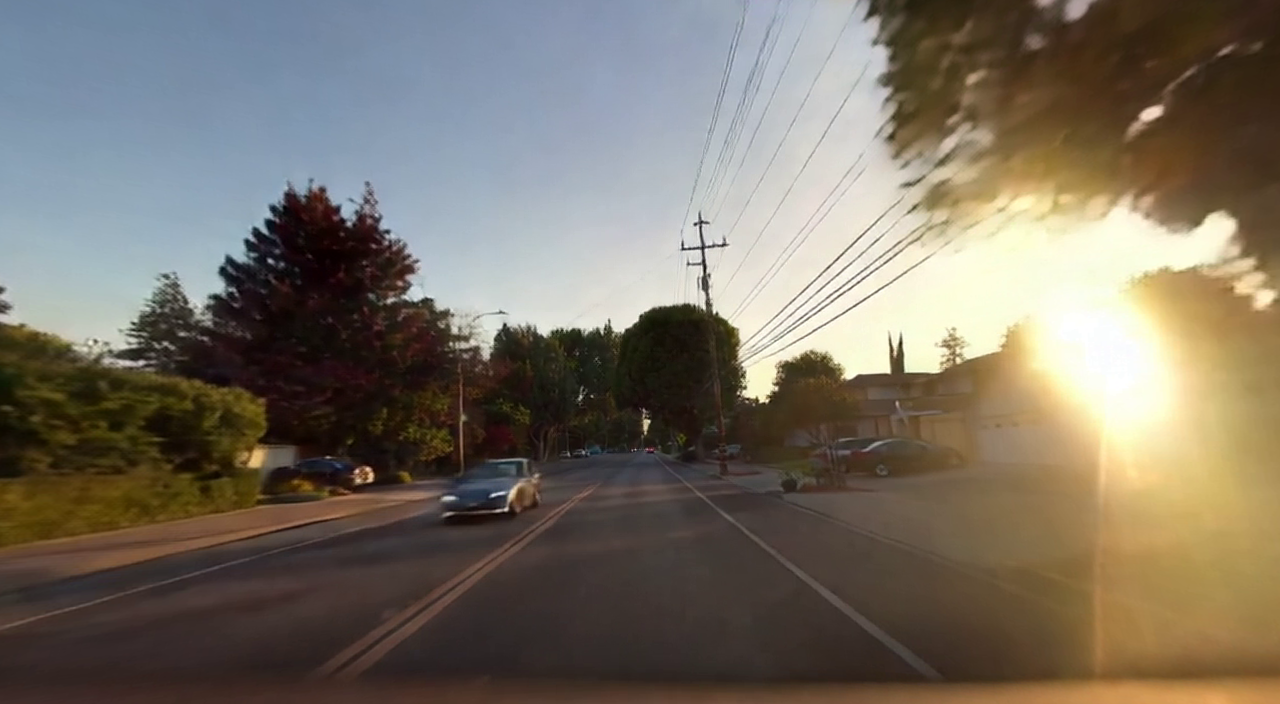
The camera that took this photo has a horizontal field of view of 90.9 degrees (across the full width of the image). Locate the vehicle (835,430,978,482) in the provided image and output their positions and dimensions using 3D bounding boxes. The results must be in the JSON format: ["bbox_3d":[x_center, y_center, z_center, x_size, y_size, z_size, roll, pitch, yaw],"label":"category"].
[{"bbox_3d":[10.434,4.085,24.934,4.626,1.731,2.007,-3,-9,-1],"label":"vehicle"}]

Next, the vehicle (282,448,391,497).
[{"bbox_3d":[-13.044,5.196,27.521,2.053,1.906,4.889,0,-9,3],"label":"vehicle"}]

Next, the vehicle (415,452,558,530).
[{"bbox_3d":[-3.072,2.861,13.541,1.968,1.394,3.890,0,-9,2],"label":"vehicle"}]
